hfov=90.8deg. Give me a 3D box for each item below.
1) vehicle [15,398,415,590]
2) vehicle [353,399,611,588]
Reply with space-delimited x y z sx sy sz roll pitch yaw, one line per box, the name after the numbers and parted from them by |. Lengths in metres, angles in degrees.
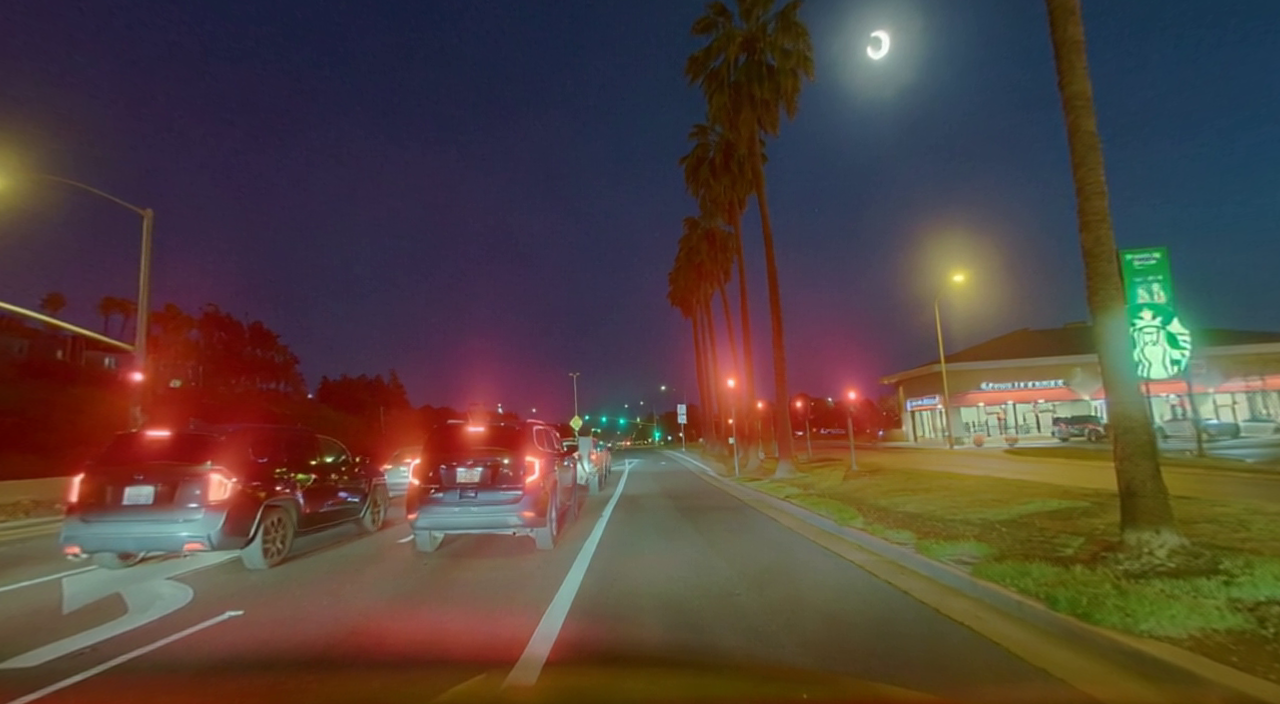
-5.026 1.751 8.639 2.025 1.862 4.804 0 -9 1 | vehicle
-1.586 1.664 8.182 2.153 1.759 4.320 0 -9 1 | vehicle
